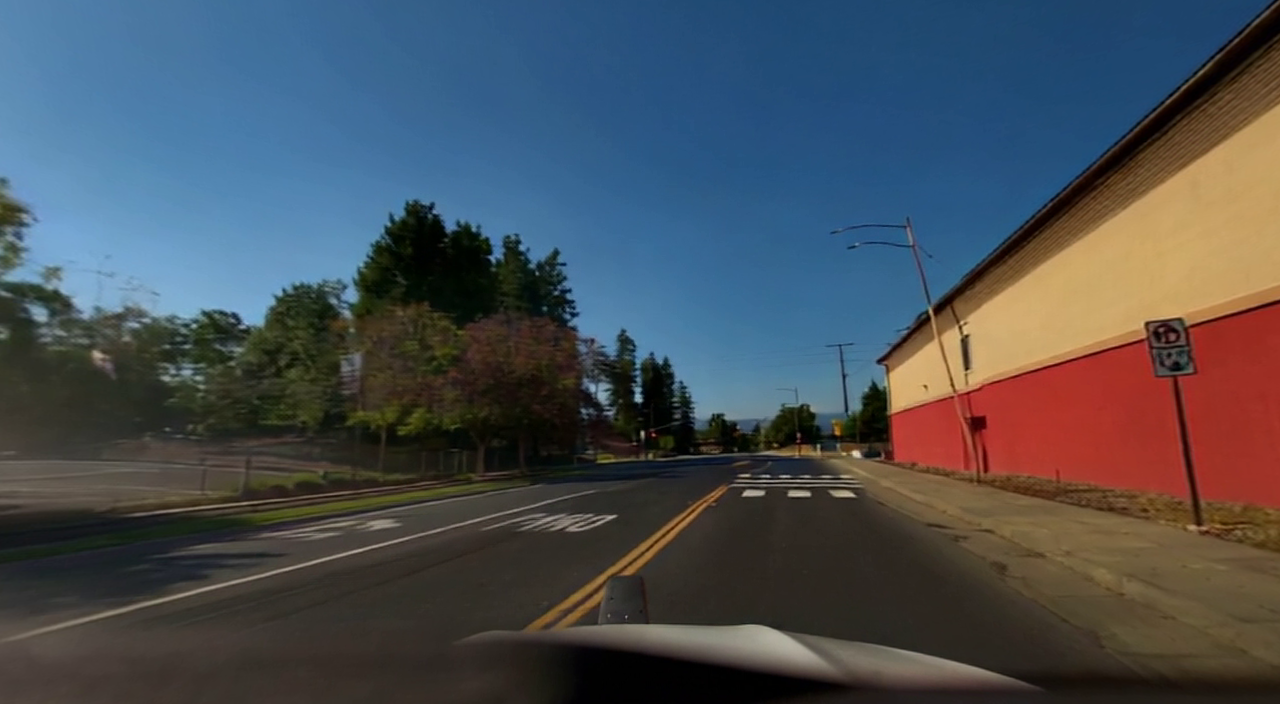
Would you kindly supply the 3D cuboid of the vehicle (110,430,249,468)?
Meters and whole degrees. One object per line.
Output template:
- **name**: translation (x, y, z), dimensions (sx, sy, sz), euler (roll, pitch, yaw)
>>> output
- **vehicle**: translation (-21.322, 4.492, 29.253), dimensions (5.035, 1.666, 2.449), euler (-2, -8, 15)
